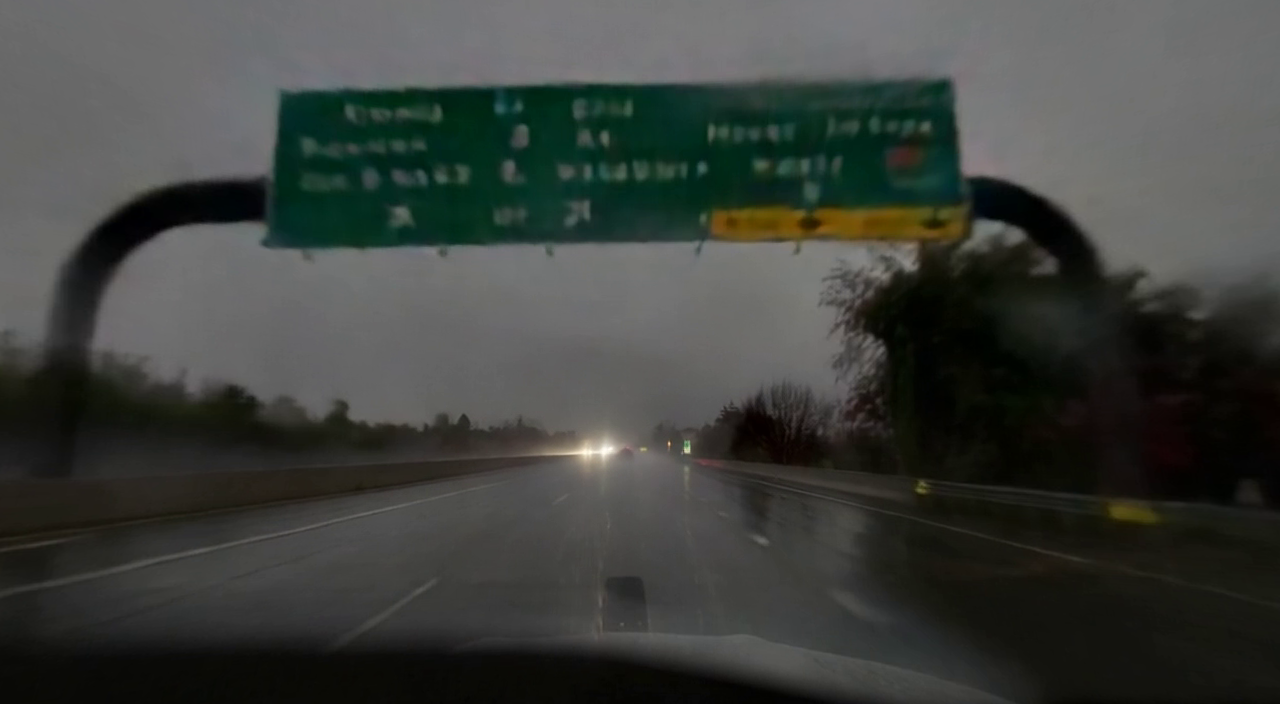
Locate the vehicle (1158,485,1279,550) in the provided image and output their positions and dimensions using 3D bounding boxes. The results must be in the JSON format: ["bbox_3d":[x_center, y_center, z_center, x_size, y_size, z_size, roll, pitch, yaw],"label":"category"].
[{"bbox_3d":[48.638,12.838,48.644,2.934,4.267,13.828,3,-9,-16],"label":"vehicle"}]
